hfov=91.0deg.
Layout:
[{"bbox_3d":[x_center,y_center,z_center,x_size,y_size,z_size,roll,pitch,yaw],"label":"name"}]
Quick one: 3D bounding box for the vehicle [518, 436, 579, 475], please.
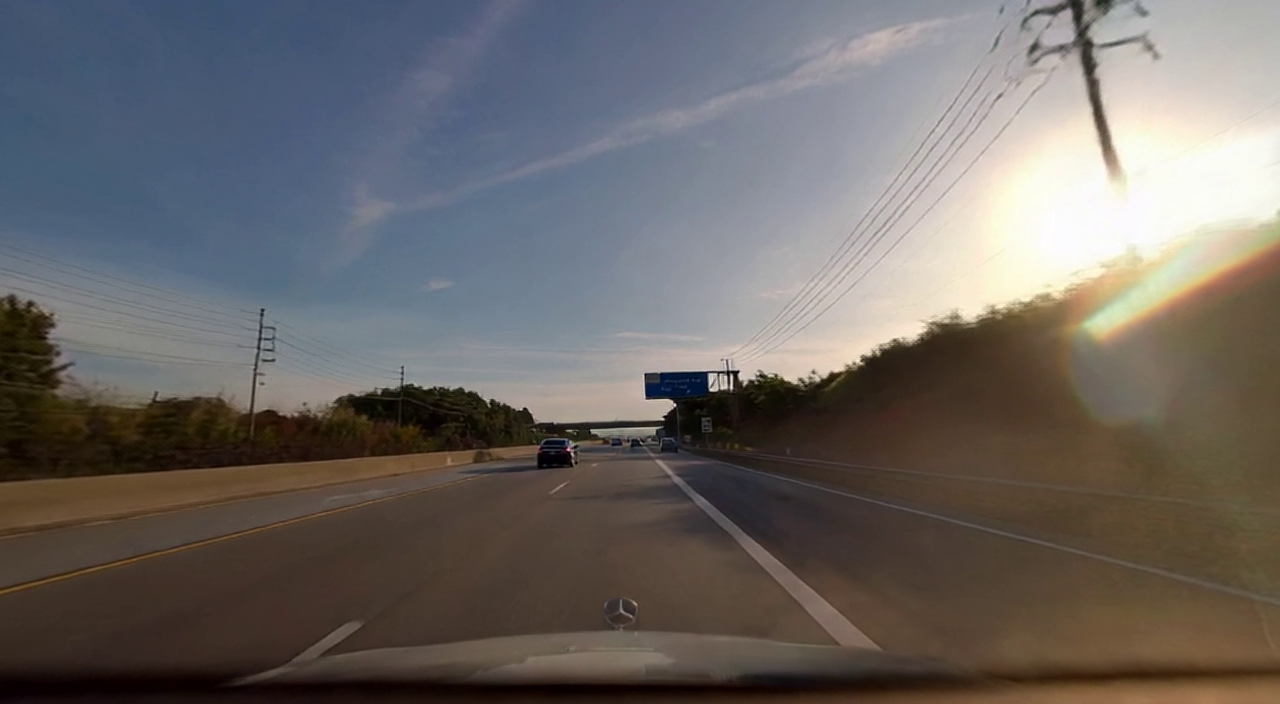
[{"bbox_3d":[-4.019,4.610,28.381,2.016,1.543,4.870,0,-8,0],"label":"vehicle"}]
